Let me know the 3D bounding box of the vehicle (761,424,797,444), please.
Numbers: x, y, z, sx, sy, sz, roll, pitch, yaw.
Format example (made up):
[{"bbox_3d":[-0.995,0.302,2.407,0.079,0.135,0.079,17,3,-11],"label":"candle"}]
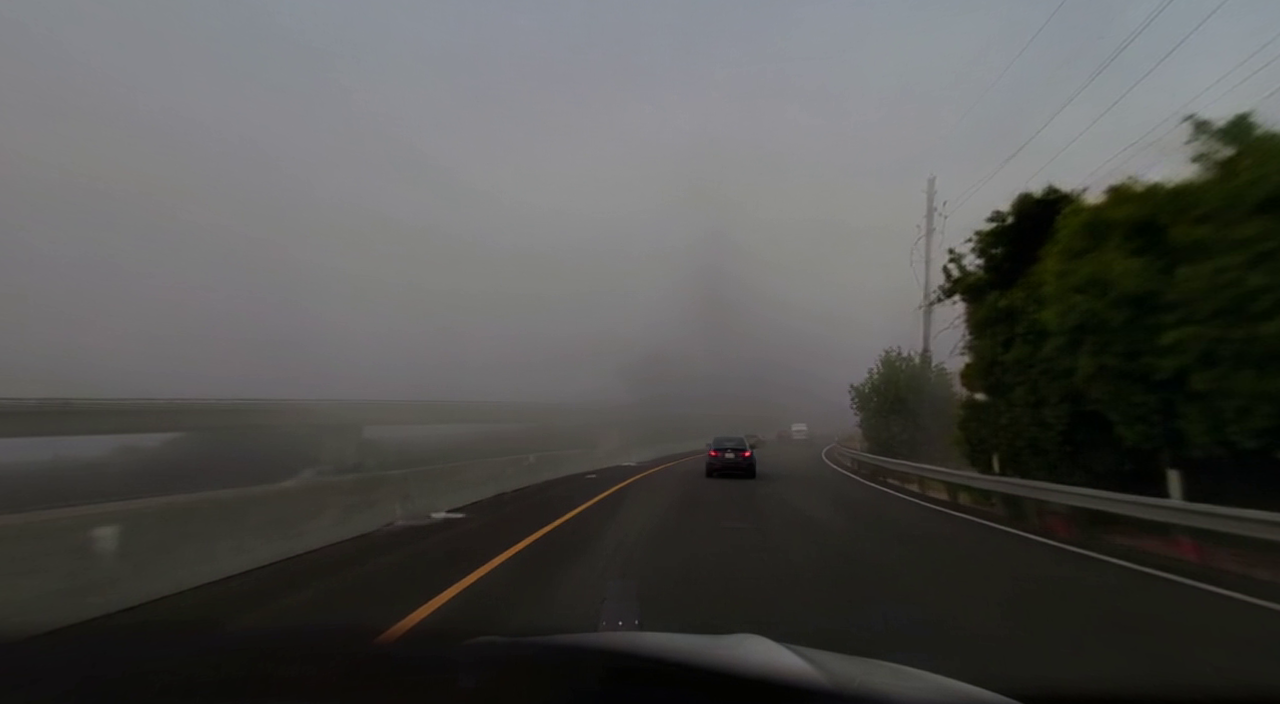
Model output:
[{"bbox_3d":[10.805,6.395,48.756,1.931,1.485,4.191,-4,-9,23],"label":"vehicle"}]

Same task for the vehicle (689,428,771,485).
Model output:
[{"bbox_3d":[2.630,3.057,18.661,2.091,1.482,4.321,-1,-9,7],"label":"vehicle"}]
